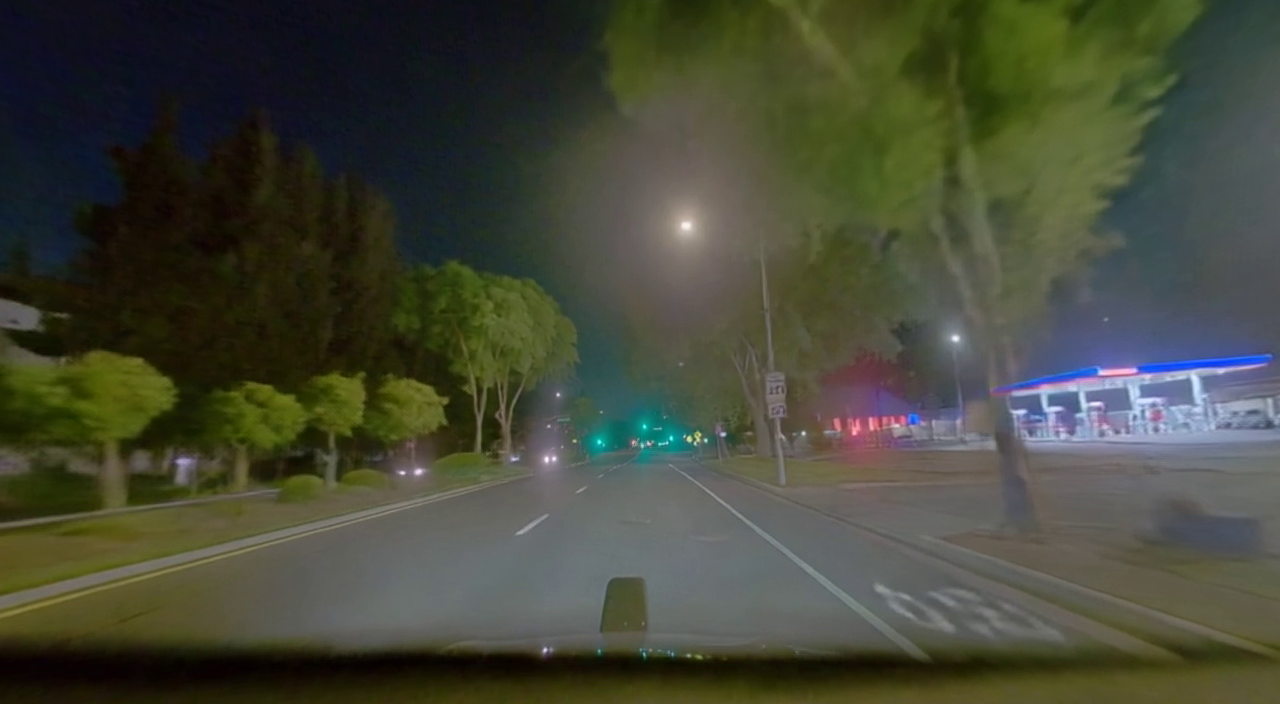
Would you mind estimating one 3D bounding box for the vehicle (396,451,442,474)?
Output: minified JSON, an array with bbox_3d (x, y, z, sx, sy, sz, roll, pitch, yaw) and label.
[{"bbox_3d":[-16.990,8.513,48.628,1.841,1.642,4.448,0,-8,1],"label":"vehicle"}]
